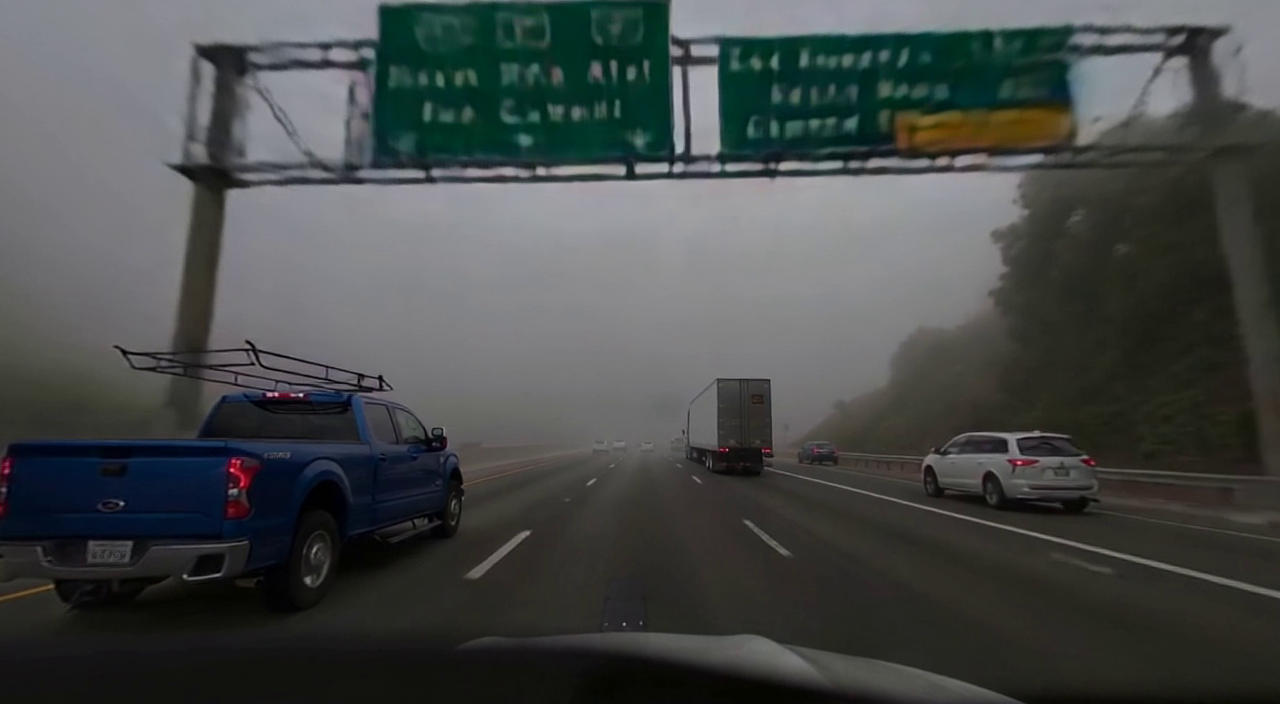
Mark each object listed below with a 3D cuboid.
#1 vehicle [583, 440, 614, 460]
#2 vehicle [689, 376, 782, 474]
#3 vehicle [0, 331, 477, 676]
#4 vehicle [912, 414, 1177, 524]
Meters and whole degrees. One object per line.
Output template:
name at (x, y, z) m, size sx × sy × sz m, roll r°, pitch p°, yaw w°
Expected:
vehicle at (-3.220, 7.716, 49.650) m, size 2.077 × 1.446 × 4.106 m, roll 0°, pitch -8°, yaw 0°
vehicle at (4.435, 3.968, 32.577) m, size 2.885 × 4.036 × 12.891 m, roll 0°, pitch -8°, yaw 0°
vehicle at (-3.959, 1.350, 6.971) m, size 2.599 × 2.054 × 6.288 m, roll 0°, pitch -8°, yaw 0°
vehicle at (7.334, 2.169, 12.214) m, size 1.999 × 1.700 × 4.640 m, roll 0°, pitch -8°, yaw 0°
